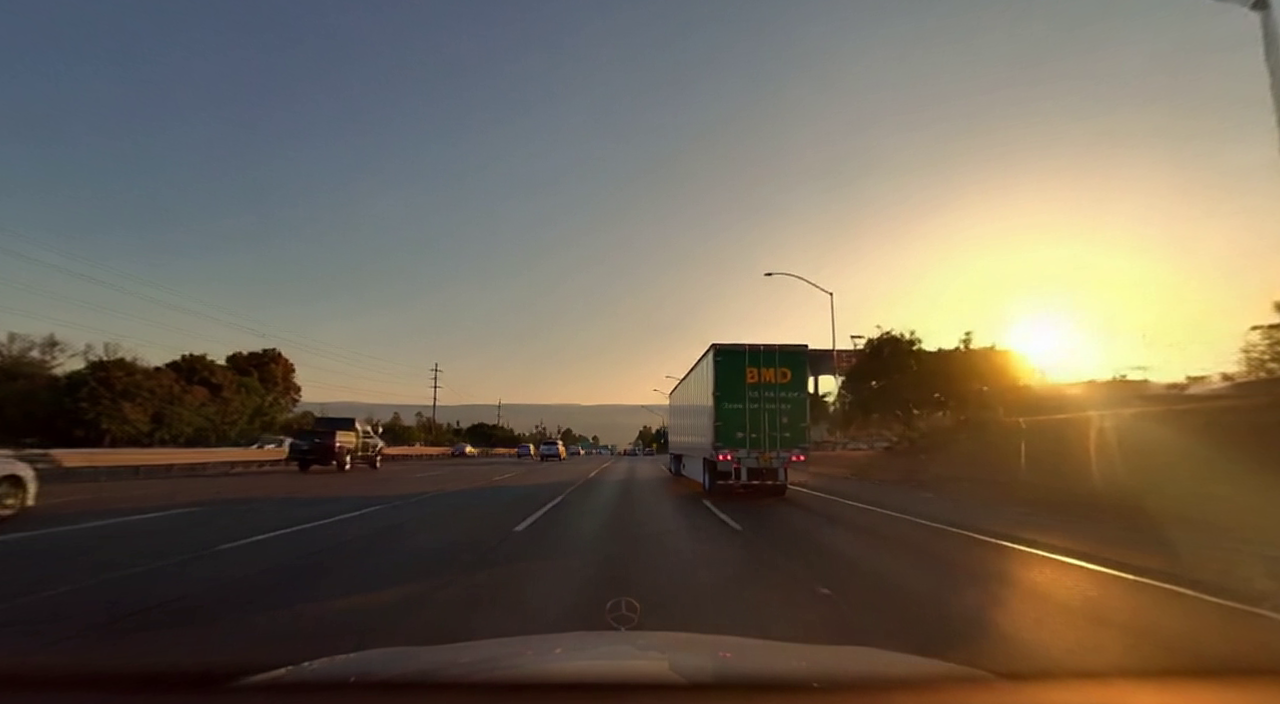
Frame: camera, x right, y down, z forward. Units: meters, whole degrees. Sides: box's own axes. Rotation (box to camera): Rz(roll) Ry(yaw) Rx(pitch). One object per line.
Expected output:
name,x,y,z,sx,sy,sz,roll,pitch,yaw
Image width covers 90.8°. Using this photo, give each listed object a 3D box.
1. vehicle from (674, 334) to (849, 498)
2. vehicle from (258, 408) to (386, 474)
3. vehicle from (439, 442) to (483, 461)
vehicle,3.300,2.628,22.723,2.891,3.944,15.051,0,-8,-2
vehicle,-13.838,3.986,28.080,2.307,2.571,6.260,0,-8,1
vehicle,-14.021,7.816,49.683,2.067,1.398,4.863,0,-8,-1
